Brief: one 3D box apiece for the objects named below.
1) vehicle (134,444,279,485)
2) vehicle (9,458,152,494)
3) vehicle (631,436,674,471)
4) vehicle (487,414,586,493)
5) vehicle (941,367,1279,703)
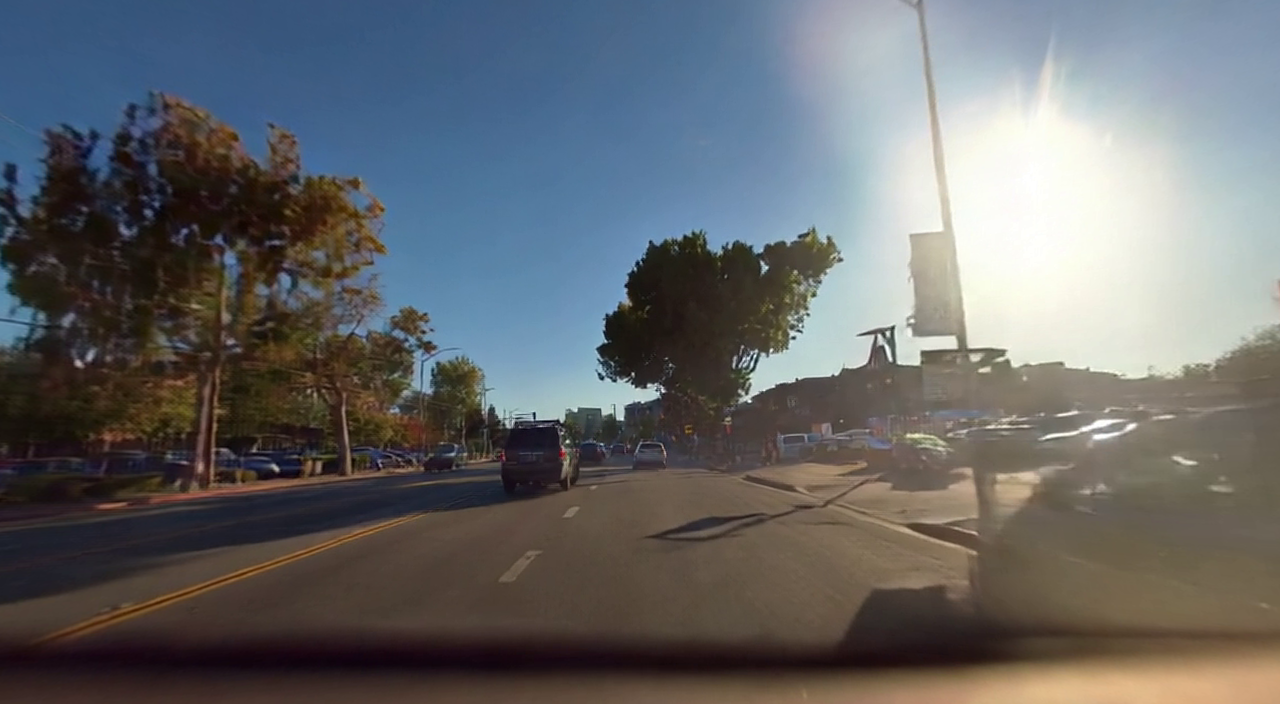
[{"bbox_3d":[-24.041,6.267,35.305,6.055,2.148,2.690,0,-9,-1],"label":"vehicle"},{"bbox_3d":[-26.562,5.868,30.120,4.926,1.571,1.941,0,-9,-1],"label":"vehicle"},{"bbox_3d":[0.577,5.299,33.151,2.126,1.657,4.132,0,-9,-1],"label":"vehicle"},{"bbox_3d":[-3.029,3.157,19.802,2.213,2.123,5.124,0,-9,0],"label":"vehicle"},{"bbox_3d":[3.524,0.845,2.232,2.049,1.631,5.292,0,-9,-4],"label":"vehicle"}]
